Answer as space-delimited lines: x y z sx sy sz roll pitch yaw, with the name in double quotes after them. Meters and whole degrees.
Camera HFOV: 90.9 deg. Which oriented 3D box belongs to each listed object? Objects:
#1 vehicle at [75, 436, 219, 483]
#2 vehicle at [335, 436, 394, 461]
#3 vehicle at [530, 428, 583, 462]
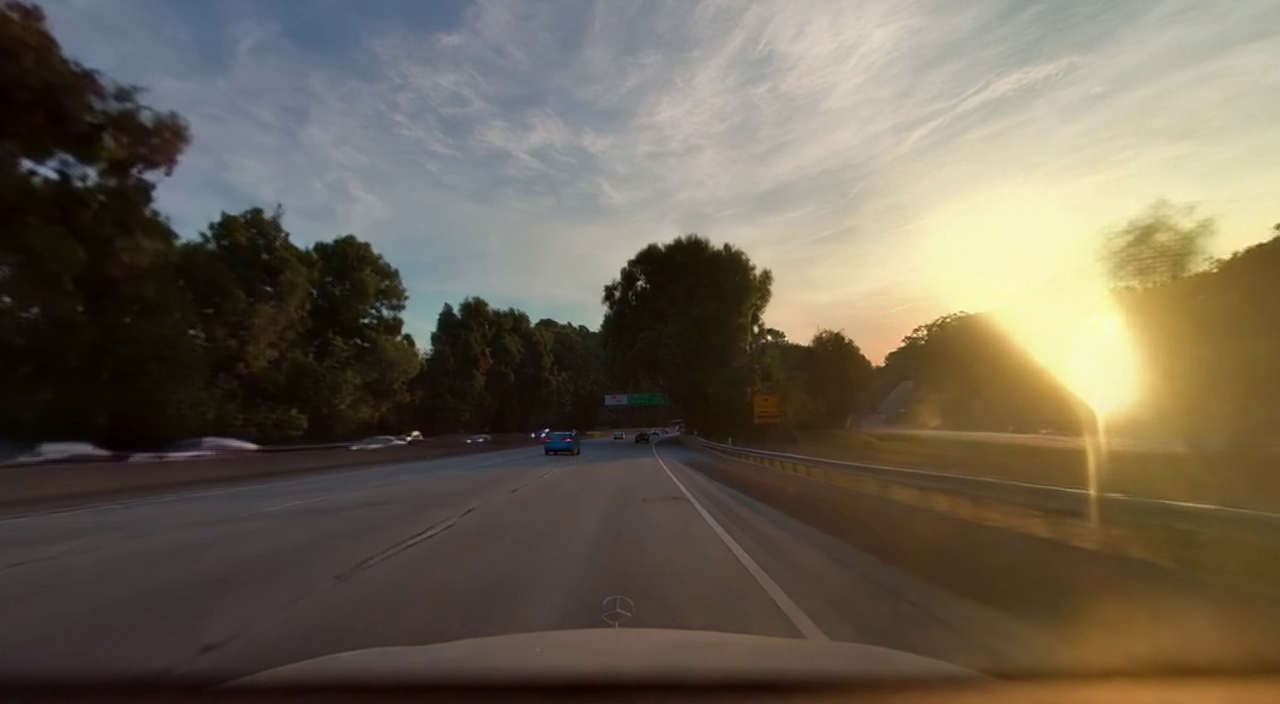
-16.839 3.642 21.815 1.837 1.429 3.986 0 -7 -1 "vehicle"
-16.701 5.828 38.405 1.791 1.430 3.919 0 -7 0 "vehicle"
-4.190 4.727 32.327 2.052 1.626 4.514 0 -7 1 "vehicle"
